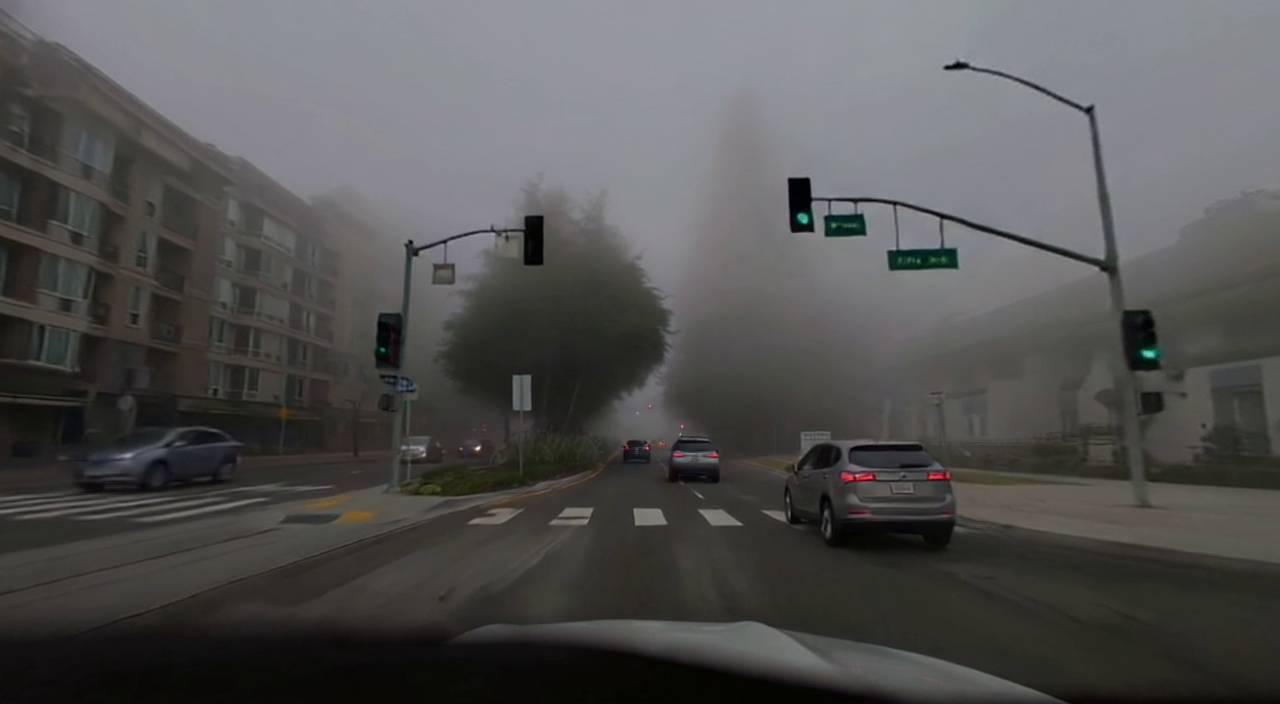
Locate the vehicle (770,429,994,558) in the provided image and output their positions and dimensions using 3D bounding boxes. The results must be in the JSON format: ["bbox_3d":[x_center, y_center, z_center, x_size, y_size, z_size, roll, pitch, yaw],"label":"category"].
[{"bbox_3d":[3.504,2.096,10.153,1.906,1.608,4.137,0,-8,-1],"label":"vehicle"}]

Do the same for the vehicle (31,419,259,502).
[{"bbox_3d":[-12.594,2.790,16.657,2.076,1.836,4.847,0,-8,0],"label":"vehicle"}]

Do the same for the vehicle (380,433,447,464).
[{"bbox_3d":[-12.256,5.276,34.541,1.969,1.566,4.549,0,-8,0],"label":"vehicle"}]

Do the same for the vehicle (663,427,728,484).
[{"bbox_3d":[2.123,3.980,24.675,2.206,1.858,5.332,2,-8,4],"label":"vehicle"}]

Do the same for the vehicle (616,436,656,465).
[{"bbox_3d":[-0.251,5.385,34.806,2.059,1.492,3.925,0,-8,-1],"label":"vehicle"}]

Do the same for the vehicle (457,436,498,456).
[{"bbox_3d":[-12.677,7.381,49.594,1.926,1.446,4.565,0,-8,0],"label":"vehicle"}]
